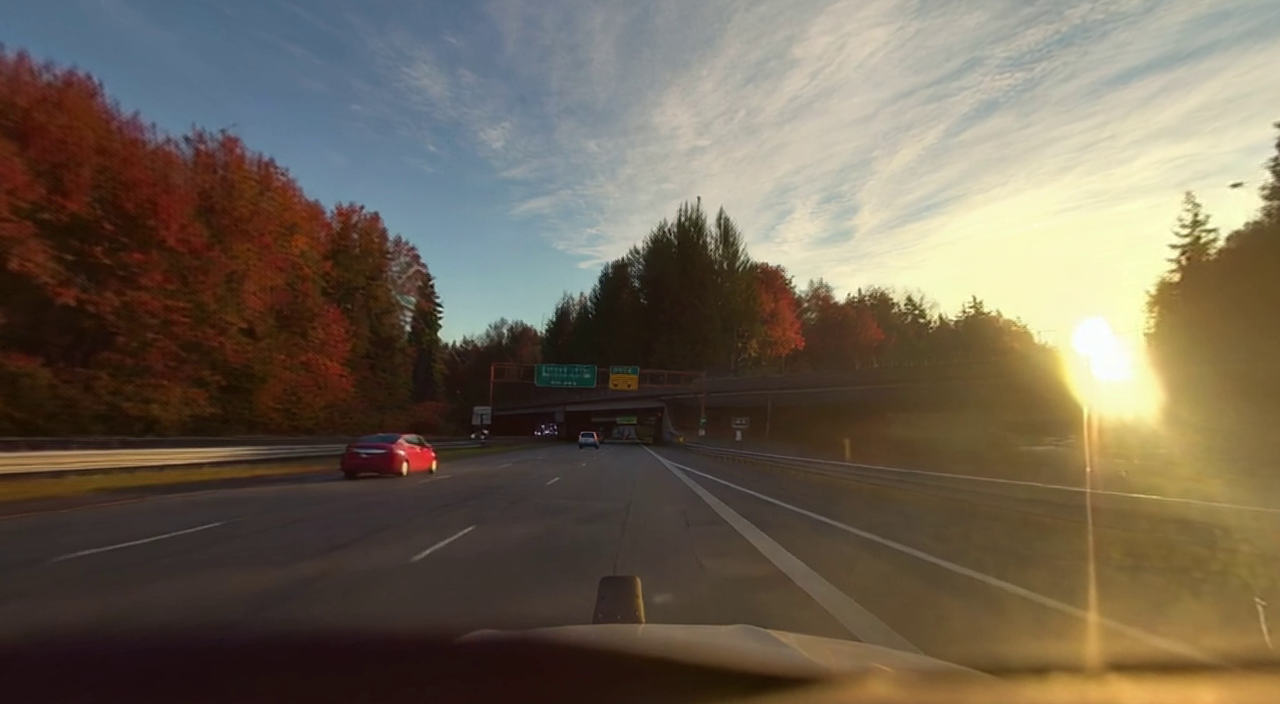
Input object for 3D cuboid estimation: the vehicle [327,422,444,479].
[{"bbox_3d":[-8.203,3.212,20.826,1.987,1.677,4.580,0,-8,0],"label":"vehicle"}]
